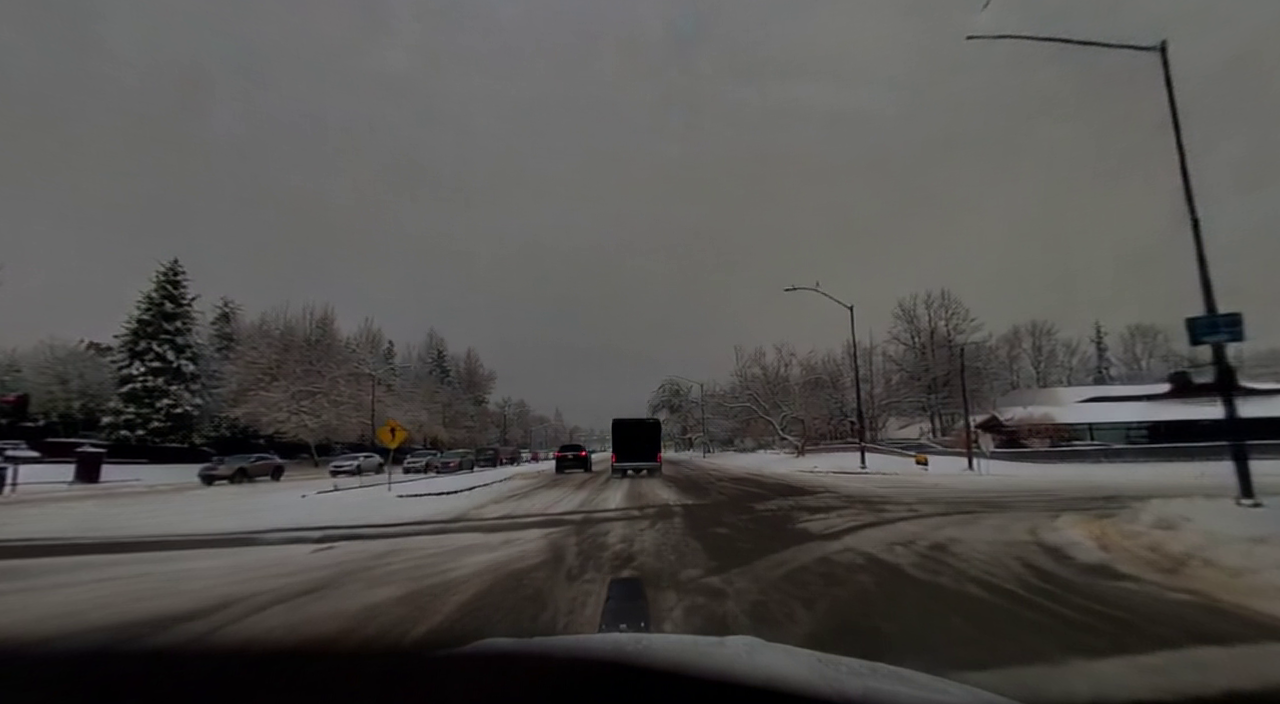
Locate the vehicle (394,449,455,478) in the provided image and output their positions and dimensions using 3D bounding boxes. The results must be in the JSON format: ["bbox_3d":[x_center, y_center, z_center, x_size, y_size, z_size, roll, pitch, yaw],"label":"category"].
[{"bbox_3d":[-12.900,6.678,38.066,1.960,1.627,4.784,0,-8,1],"label":"vehicle"}]

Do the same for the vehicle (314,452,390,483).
[{"bbox_3d":[-16.249,6.524,35.885,2.022,1.442,4.853,-4,-8,1],"label":"vehicle"}]

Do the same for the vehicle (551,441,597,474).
[{"bbox_3d":[-3.901,6.332,38.091,2.184,1.830,4.890,0,-8,0],"label":"vehicle"}]

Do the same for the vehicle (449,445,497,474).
[{"bbox_3d":[-12.426,7.995,47.183,2.068,1.747,5.040,-4,-7,1],"label":"vehicle"}]

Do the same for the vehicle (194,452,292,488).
[{"bbox_3d":[-22.244,6.574,35.587,2.017,1.785,5.092,-1,-8,3],"label":"vehicle"}]

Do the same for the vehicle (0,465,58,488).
[{"bbox_3d":[-45.627,9.041,45.913,4.244,1.536,2.065,0,-8,-3],"label":"vehicle"}]

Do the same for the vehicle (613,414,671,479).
[{"bbox_3d":[-0.058,5.375,36.088,2.843,3.120,10.422,0,-8,-2],"label":"vehicle"}]
